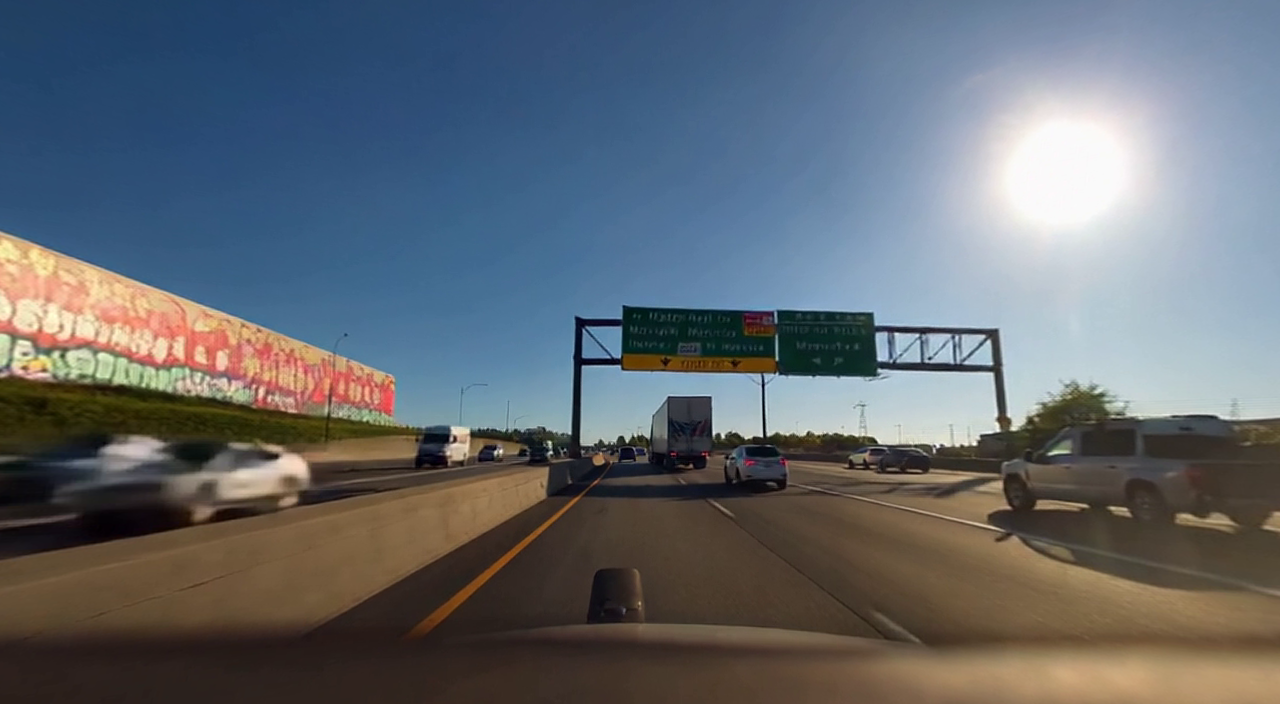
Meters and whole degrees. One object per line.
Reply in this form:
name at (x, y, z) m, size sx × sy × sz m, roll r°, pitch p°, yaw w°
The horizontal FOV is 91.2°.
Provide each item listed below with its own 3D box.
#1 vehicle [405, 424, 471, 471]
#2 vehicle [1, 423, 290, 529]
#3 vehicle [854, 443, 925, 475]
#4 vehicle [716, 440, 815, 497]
vehicle at (-12.752, 6.118, 40.105) m, size 2.334 × 2.718 × 6.105 m, roll 0°, pitch -9°, yaw -1°
vehicle at (-8.563, 2.176, 11.473) m, size 1.933 × 1.553 × 4.112 m, roll 0°, pitch -9°, yaw -1°
vehicle at (13.825, 5.936, 35.056) m, size 2.107 × 1.648 × 4.324 m, roll 0°, pitch -9°, yaw -1°
vehicle at (3.827, 3.633, 19.963) m, size 2.085 × 1.588 × 4.436 m, roll 0°, pitch -9°, yaw -2°
